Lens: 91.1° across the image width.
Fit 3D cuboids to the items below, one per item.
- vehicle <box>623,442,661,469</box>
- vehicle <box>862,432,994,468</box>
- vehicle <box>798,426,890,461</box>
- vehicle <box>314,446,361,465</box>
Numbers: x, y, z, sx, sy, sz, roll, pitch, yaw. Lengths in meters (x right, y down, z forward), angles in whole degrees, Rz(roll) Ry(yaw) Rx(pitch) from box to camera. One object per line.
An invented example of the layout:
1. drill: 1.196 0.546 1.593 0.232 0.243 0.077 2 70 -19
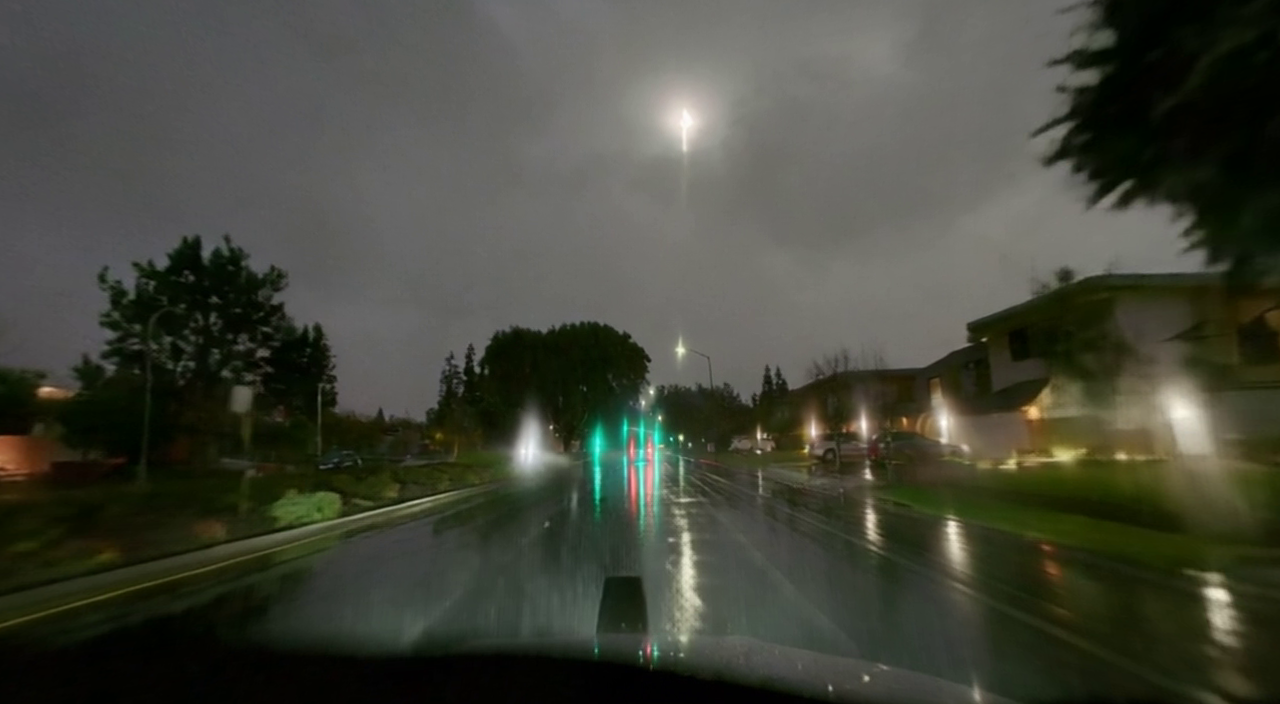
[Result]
1. vehicle: 0.120 6.025 36.651 2.054 1.456 4.003 0 -8 0
2. vehicle: 12.437 4.252 27.306 4.787 1.494 1.887 0 -8 1
3. vehicle: 12.493 5.665 38.733 4.923 2.019 1.985 0 -9 2
4. vehicle: -23.933 8.187 49.796 1.892 1.455 3.564 0 -8 1
